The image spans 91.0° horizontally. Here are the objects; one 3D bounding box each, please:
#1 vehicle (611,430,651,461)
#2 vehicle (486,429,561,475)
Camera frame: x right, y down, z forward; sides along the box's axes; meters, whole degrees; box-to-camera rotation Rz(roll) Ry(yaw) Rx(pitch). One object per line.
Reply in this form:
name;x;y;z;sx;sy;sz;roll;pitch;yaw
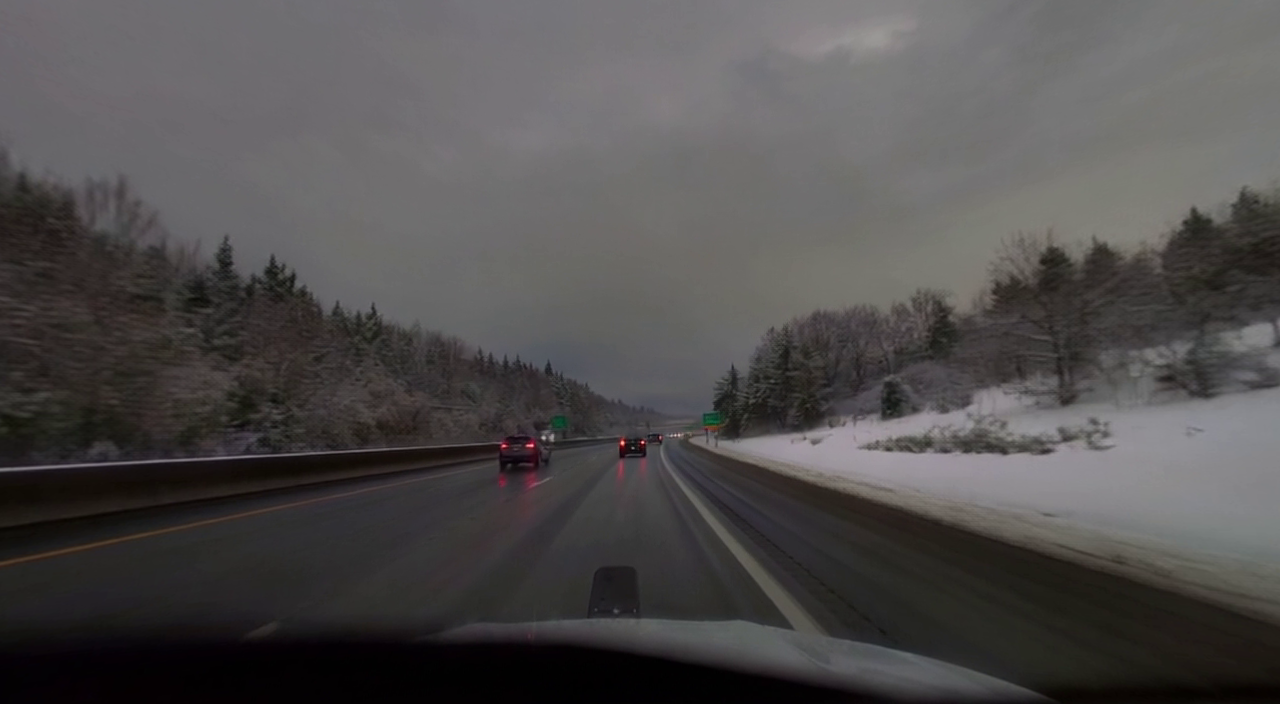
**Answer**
vehicle;-0.493;5.407;36.361;2.146;1.636;4.026;-1;-8;0
vehicle;-4.550;3.987;25.259;2.075;1.653;4.317;-1;-8;1
